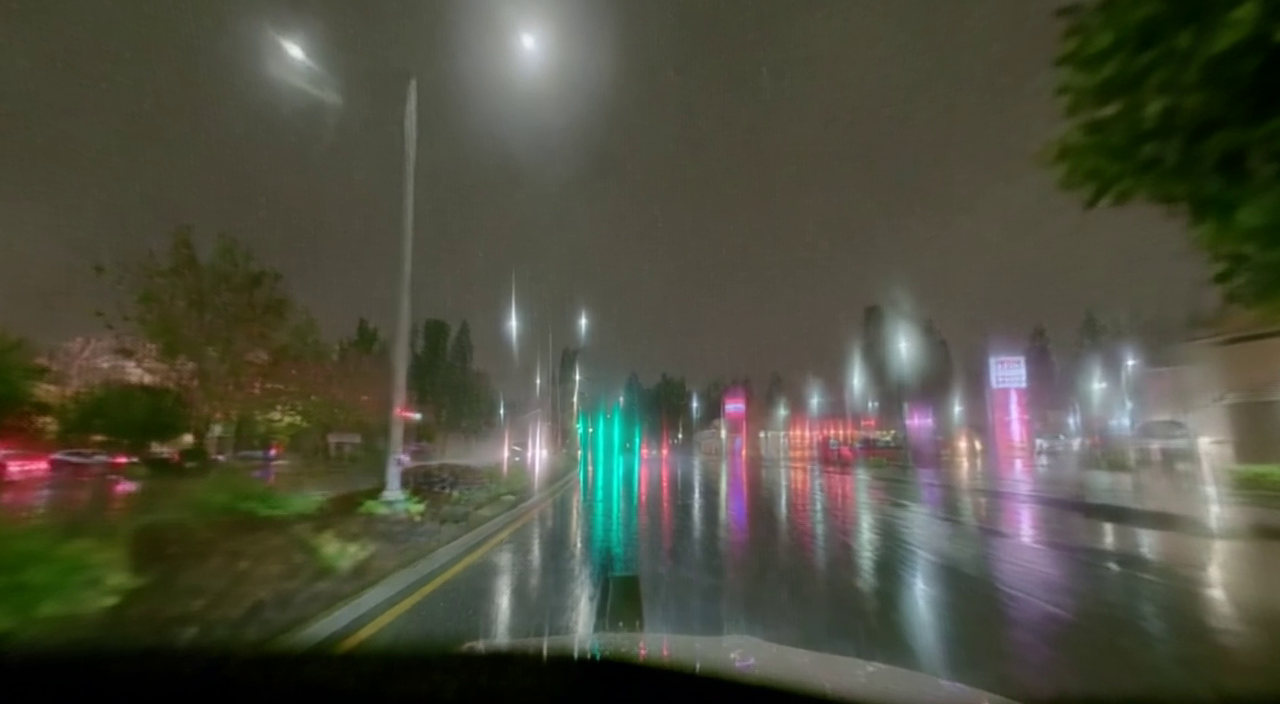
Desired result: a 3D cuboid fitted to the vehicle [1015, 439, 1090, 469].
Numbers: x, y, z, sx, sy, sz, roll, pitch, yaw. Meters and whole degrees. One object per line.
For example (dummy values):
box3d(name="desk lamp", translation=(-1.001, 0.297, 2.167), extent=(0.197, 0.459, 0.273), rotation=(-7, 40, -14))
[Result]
box3d(name="vehicle", translation=(25.422, 6.269, 39.097), extent=(1.917, 1.720, 4.071), rotation=(0, -8, 1))

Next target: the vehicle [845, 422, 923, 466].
box3d(name="vehicle", translation=(15.848, 5.952, 40.804), extent=(5.908, 2.641, 2.303), rotation=(8, -12, -44))

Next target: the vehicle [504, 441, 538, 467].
box3d(name="vehicle", translation=(-8.604, 7.292, 45.457), extent=(2.180, 1.556, 5.130), rotation=(2, -7, -11))

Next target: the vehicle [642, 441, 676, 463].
box3d(name="vehicle", translation=(1.315, 7.171, 45.284), extent=(1.913, 1.473, 4.360), rotation=(0, -9, -5))

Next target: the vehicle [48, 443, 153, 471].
box3d(name="vehicle", translation=(-31.892, 6.196, 37.477), extent=(4.240, 1.576, 2.038), rotation=(0, -9, -4))

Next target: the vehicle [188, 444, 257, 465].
box3d(name="vehicle", translation=(-32.083, 7.906, 48.624), extent=(3.952, 1.462, 1.857), rotation=(2, -6, -8))

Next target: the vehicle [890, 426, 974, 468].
box3d(name="vehicle", translation=(18.009, 5.828, 38.824), extent=(2.727, 2.396, 5.918), rotation=(-9, -12, 43))

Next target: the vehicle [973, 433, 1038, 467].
box3d(name="vehicle", translation=(22.417, 6.046, 39.043), extent=(2.747, 1.912, 6.426), rotation=(-4, -9, 25))

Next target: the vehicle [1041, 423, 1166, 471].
box3d(name="vehicle", translation=(28.529, 5.910, 39.347), extent=(2.248, 2.714, 6.788), rotation=(1, -8, -4))
